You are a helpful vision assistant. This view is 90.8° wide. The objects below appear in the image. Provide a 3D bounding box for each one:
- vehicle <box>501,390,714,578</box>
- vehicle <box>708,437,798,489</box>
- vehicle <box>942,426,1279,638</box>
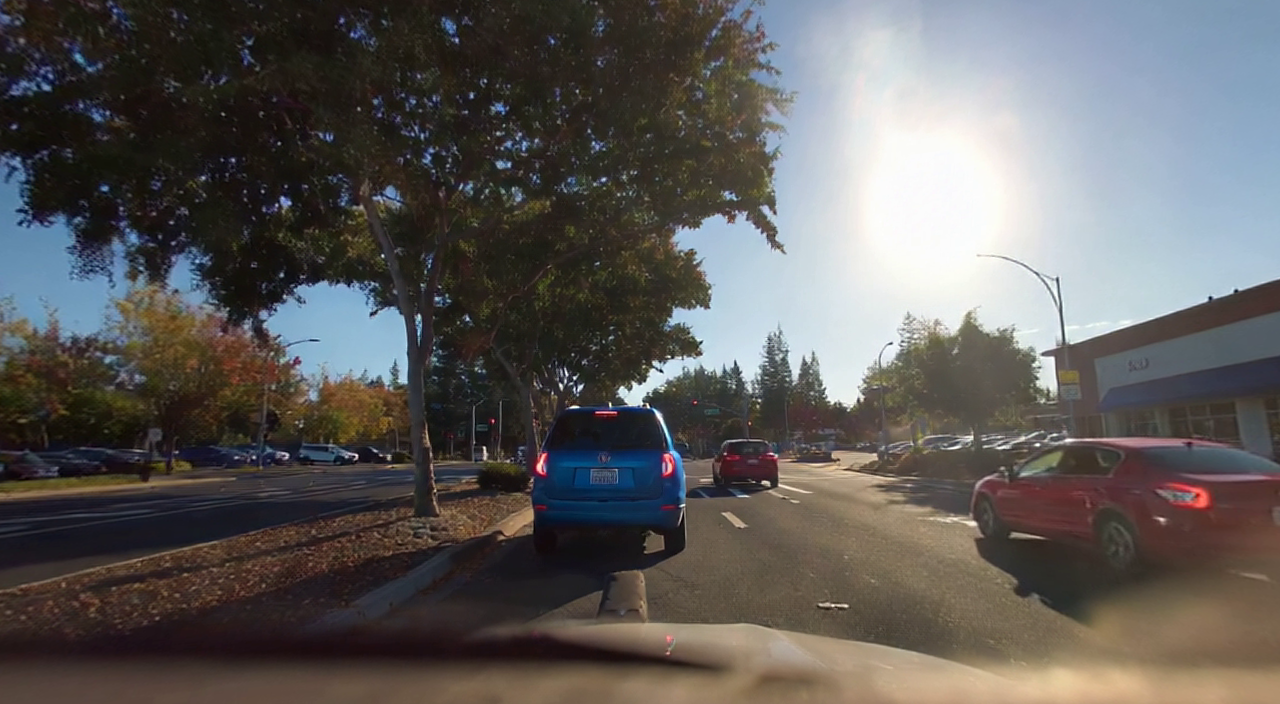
[{"bbox_3d":[-0.293,1.649,8.639,2.096,1.837,4.687,0,-9,1],"label":"vehicle"},{"bbox_3d":[3.695,3.743,21.593,2.098,1.555,4.778,0,-9,-1],"label":"vehicle"},{"bbox_3d":[5.352,1.622,6.830,1.930,1.478,4.643,0,-9,1],"label":"vehicle"}]
